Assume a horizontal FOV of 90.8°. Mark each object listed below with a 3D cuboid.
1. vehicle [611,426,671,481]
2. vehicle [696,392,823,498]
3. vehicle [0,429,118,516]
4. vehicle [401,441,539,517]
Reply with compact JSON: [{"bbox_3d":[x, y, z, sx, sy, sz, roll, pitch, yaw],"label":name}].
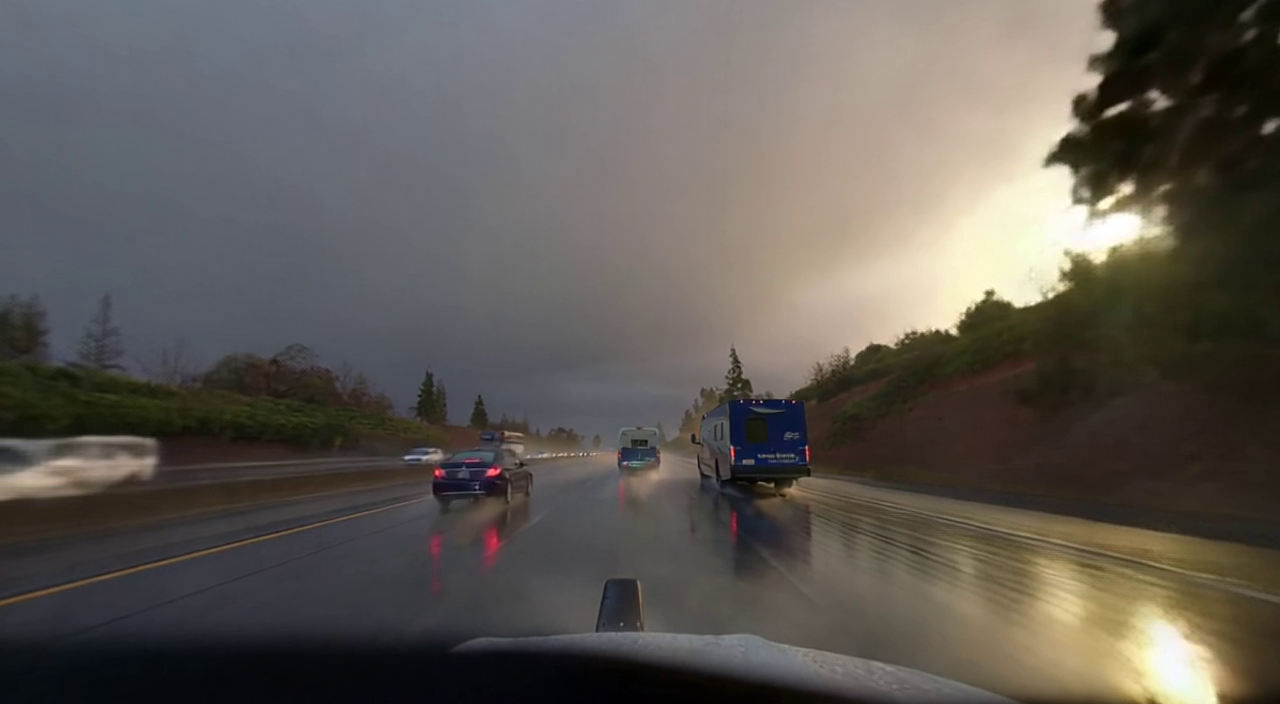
[{"bbox_3d":[0.013,4.667,29.113,2.524,2.310,4.986,0,-9,0],"label":"vehicle"},{"bbox_3d":[3.608,3.105,21.008,2.607,2.910,7.252,0,-9,-1],"label":"vehicle"},{"bbox_3d":[-15.713,2.889,15.239,2.141,1.949,4.659,0,-9,0],"label":"vehicle"},{"bbox_3d":[-3.777,2.896,14.947,1.959,1.502,4.559,0,-9,0],"label":"vehicle"}]
